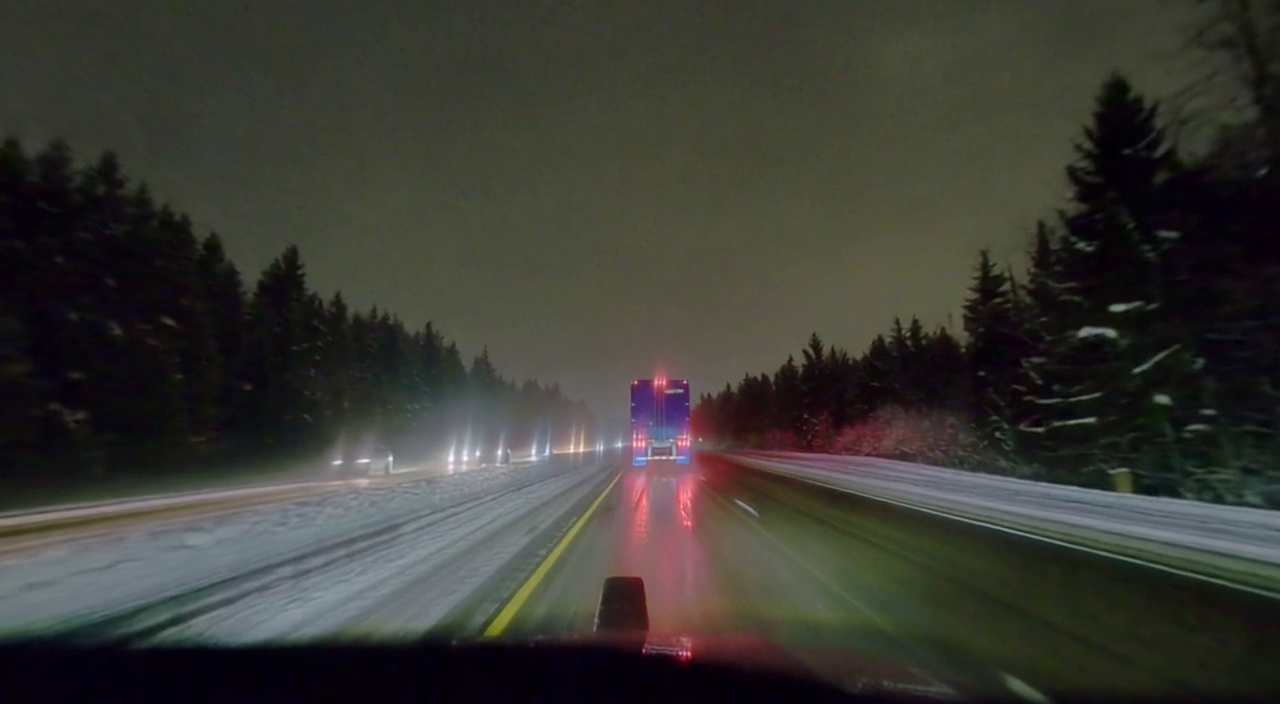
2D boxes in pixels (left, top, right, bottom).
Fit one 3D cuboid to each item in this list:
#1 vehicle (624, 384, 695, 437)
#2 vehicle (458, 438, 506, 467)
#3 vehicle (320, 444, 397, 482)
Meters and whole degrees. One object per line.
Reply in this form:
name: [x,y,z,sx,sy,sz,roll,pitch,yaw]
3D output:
vehicle: [0.640,2.435,25.260,2.509,1.890,4.732,0,-8,-2]
vehicle: [-11.479,7.328,46.067,2.133,1.942,4.865,0,-8,2]
vehicle: [-15.131,5.945,34.103,2.000,1.847,4.664,-1,-8,0]
